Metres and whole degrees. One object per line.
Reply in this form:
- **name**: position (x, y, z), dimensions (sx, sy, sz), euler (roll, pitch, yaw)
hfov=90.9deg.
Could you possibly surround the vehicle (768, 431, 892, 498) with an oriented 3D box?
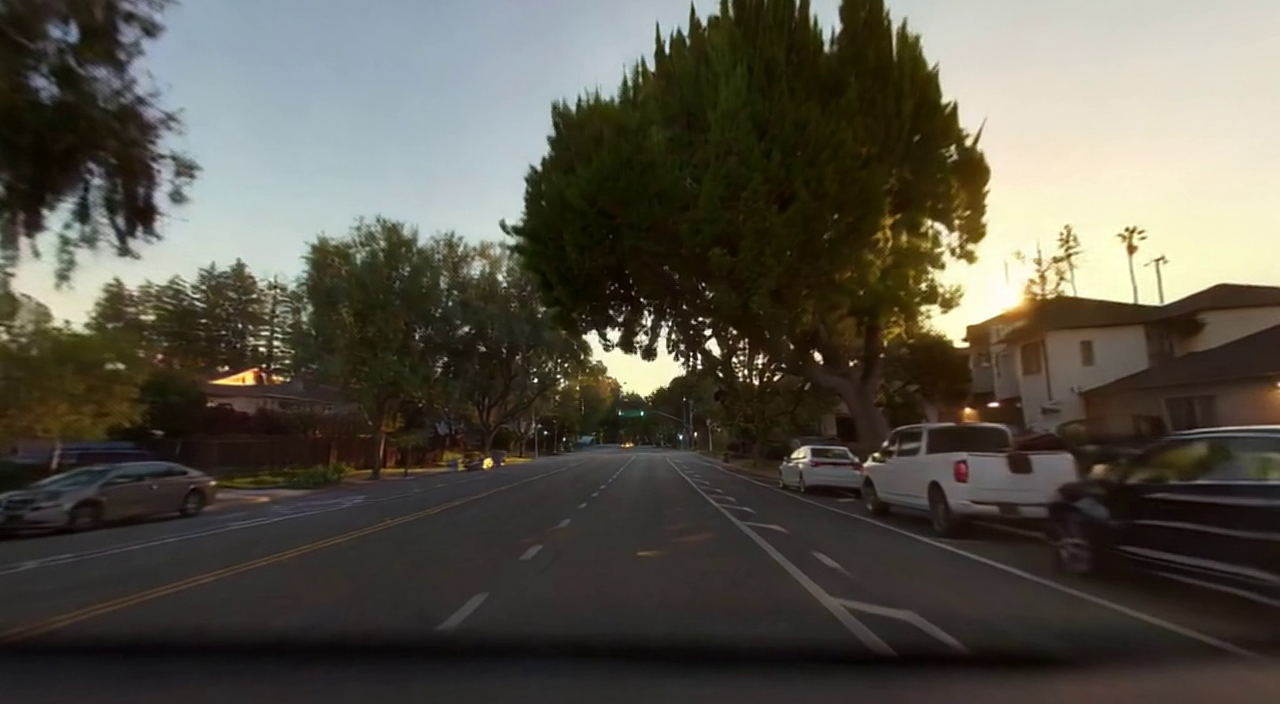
- **vehicle**: position (5.328, 3.216, 18.477), dimensions (2.104, 1.687, 4.636), euler (0, -8, -1)

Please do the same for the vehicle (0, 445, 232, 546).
- **vehicle**: position (-11.667, 2.992, 13.897), dimensions (2.054, 1.704, 4.710), euler (-3, -8, 3)

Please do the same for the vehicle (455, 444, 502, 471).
- **vehicle**: position (-11.196, 7.339, 44.105), dimensions (2.023, 1.629, 4.822), euler (-2, -8, 0)

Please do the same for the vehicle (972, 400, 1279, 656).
- **vehicle**: position (4.998, 1.264, 5.023), dimensions (1.885, 1.603, 5.235), euler (0, -9, 1)
